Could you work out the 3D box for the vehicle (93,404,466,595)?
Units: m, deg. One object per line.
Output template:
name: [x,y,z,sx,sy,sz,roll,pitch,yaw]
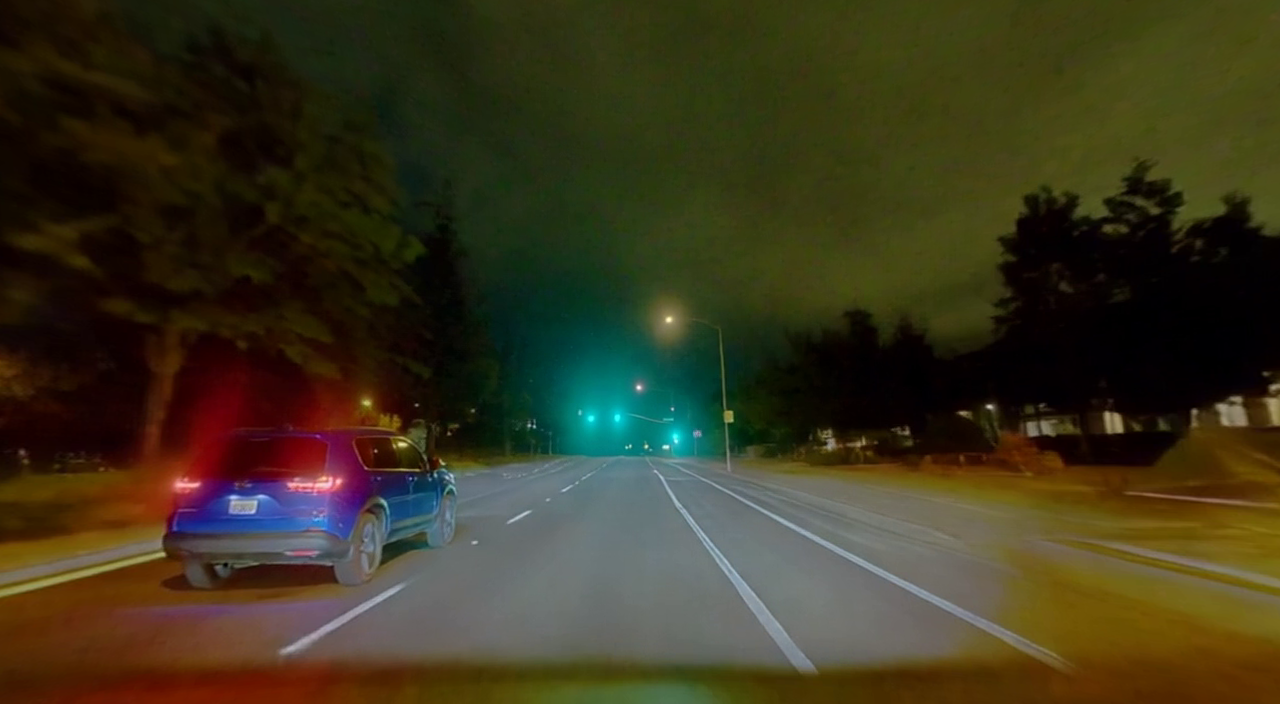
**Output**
vehicle: [-3.885,1.677,8.001,2.121,1.724,4.392,0,-9,0]
